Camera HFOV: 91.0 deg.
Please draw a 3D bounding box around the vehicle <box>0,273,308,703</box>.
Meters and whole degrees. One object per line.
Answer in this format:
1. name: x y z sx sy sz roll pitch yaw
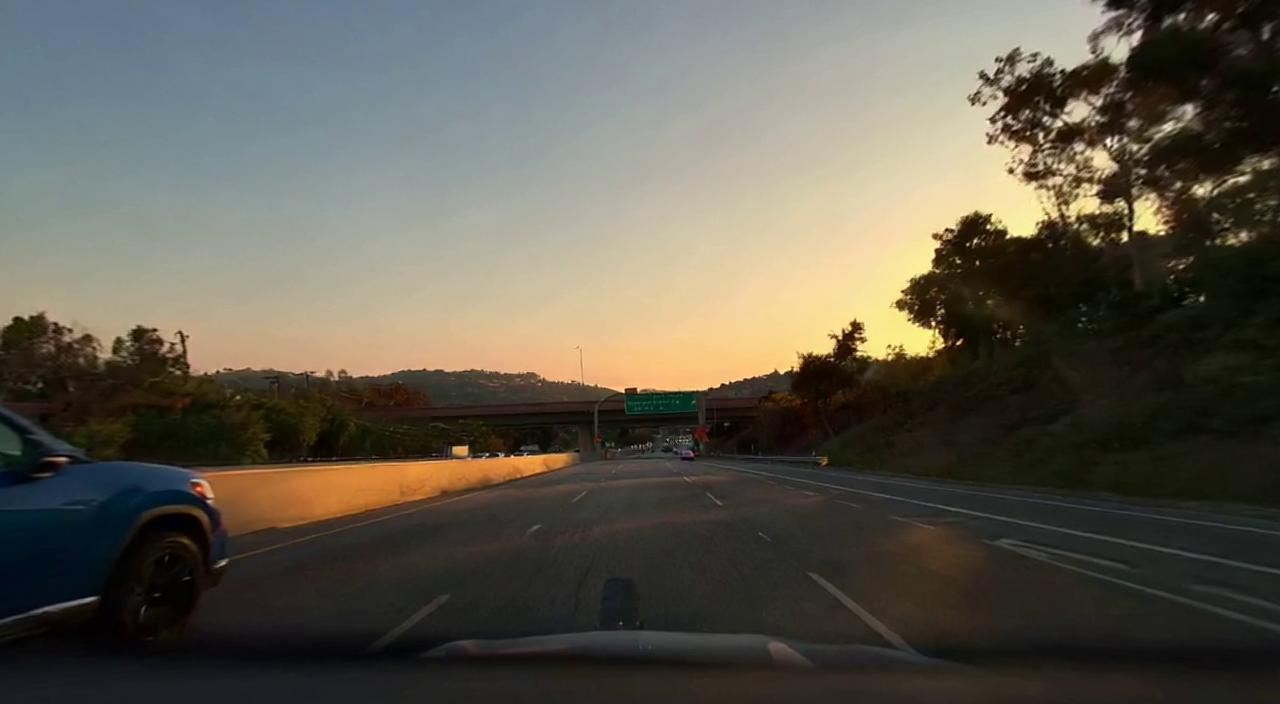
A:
1. vehicle: -3.853 0.545 1.910 2.431 1.928 5.760 0 -9 1
